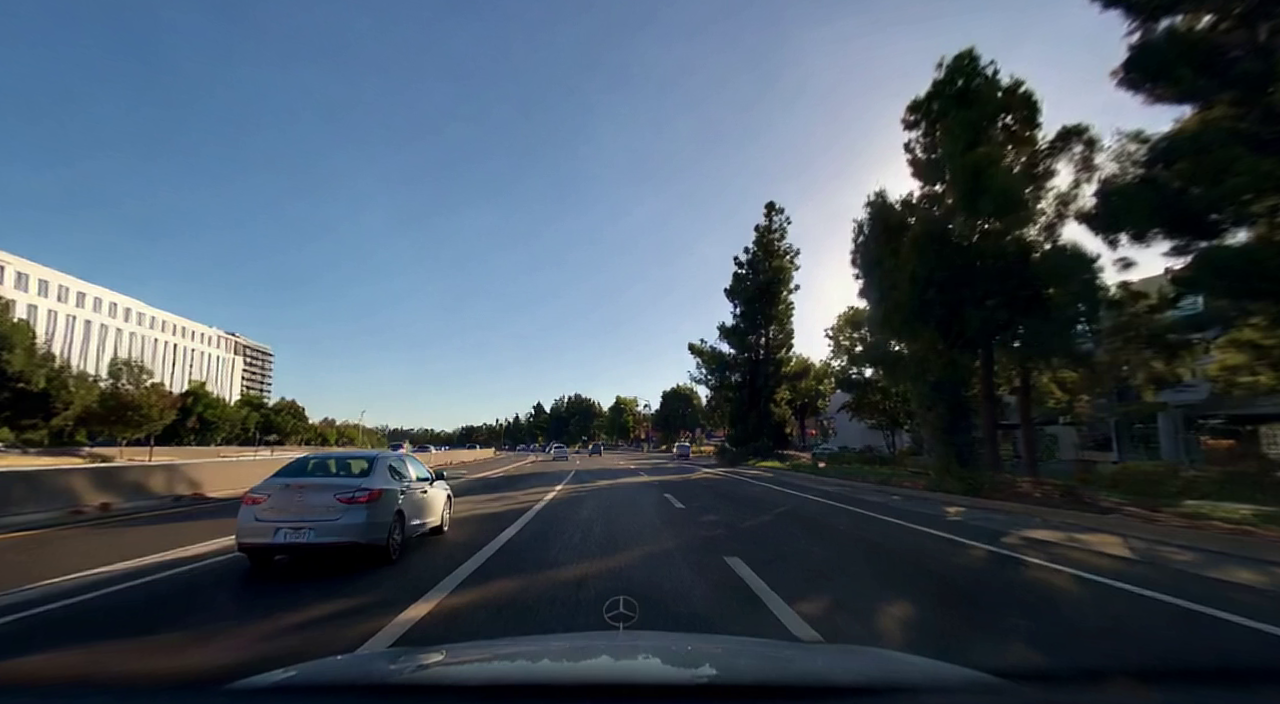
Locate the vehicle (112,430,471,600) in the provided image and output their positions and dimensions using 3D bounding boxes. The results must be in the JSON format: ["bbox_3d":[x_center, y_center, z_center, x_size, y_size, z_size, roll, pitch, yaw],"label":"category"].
[{"bbox_3d":[-3.667,1.762,7.820,2.018,1.476,4.364,0,-8,-1],"label":"vehicle"}]
